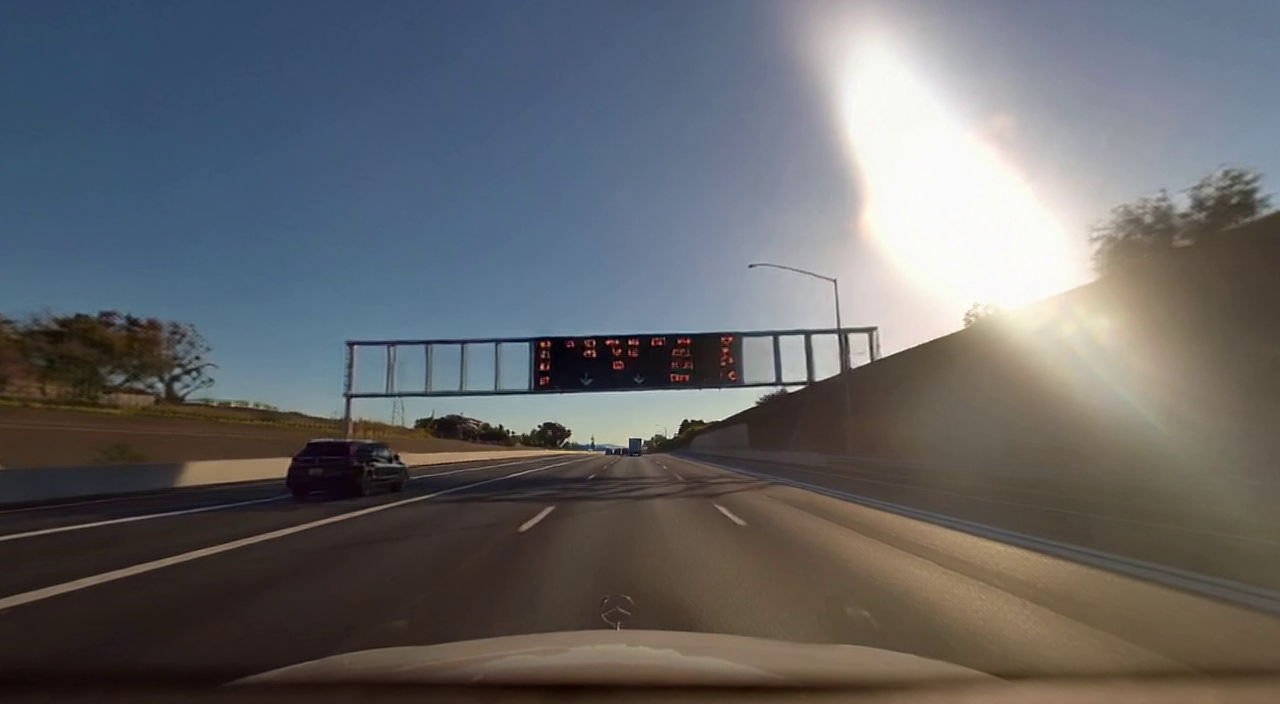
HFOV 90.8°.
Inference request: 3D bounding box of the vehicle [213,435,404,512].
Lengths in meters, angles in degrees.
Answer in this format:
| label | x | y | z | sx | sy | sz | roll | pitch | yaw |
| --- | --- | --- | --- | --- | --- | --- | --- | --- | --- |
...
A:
| label | x | y | z | sx | sy | sz | roll | pitch | yaw |
| --- | --- | --- | --- | --- | --- | --- | --- | --- | --- |
| vehicle | -7.710 | 2.845 | 15.403 | 2.005 | 1.545 | 4.874 | 0 | -8 | 0 |
